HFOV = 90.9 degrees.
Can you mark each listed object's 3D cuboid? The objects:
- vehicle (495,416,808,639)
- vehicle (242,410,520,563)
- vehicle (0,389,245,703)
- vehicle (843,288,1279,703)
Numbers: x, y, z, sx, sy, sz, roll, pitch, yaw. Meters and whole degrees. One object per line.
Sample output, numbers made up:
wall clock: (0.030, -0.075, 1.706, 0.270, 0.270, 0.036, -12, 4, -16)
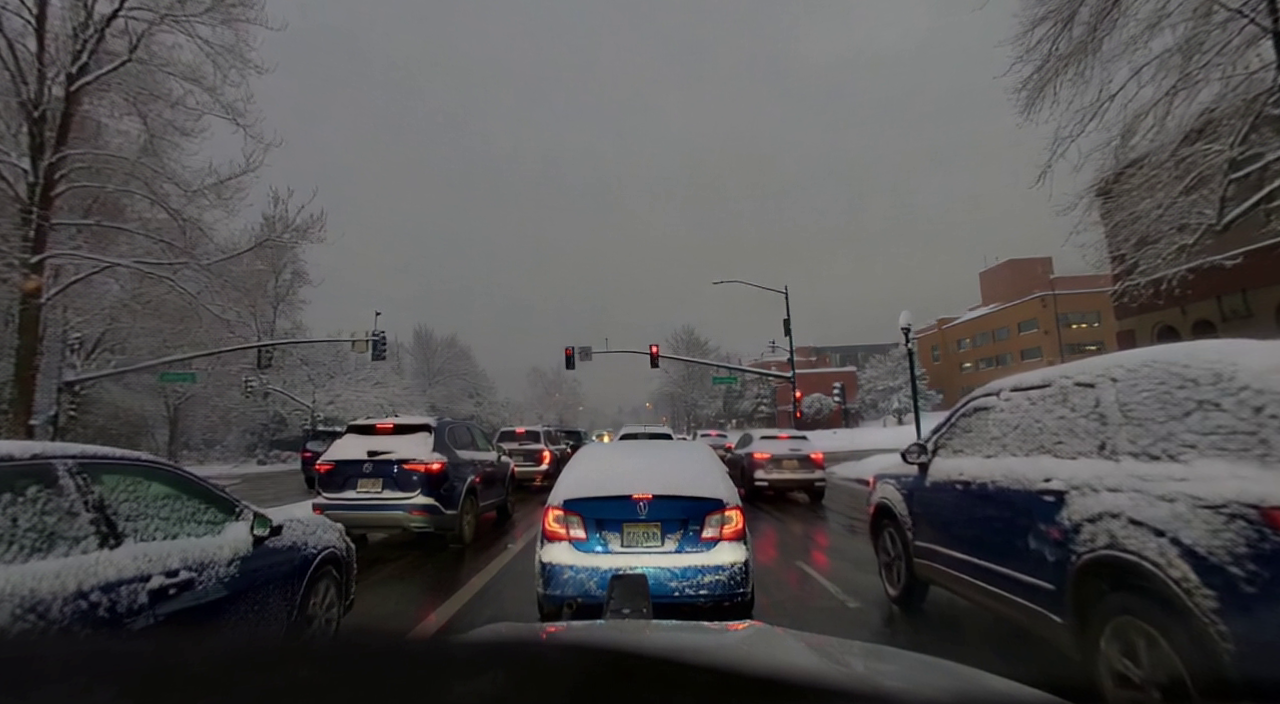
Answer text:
vehicle: (0.074, 1.507, 6.391, 2.147, 1.507, 3.953, 0, -8, 0)
vehicle: (-3.381, 1.870, 9.494, 2.168, 1.719, 4.561, -1, -9, 1)
vehicle: (-3.397, 0.745, 1.234, 2.144, 1.505, 4.635, -1, -9, 2)
vehicle: (3.049, 0.974, 3.842, 2.108, 1.785, 4.334, 0, -9, -1)
